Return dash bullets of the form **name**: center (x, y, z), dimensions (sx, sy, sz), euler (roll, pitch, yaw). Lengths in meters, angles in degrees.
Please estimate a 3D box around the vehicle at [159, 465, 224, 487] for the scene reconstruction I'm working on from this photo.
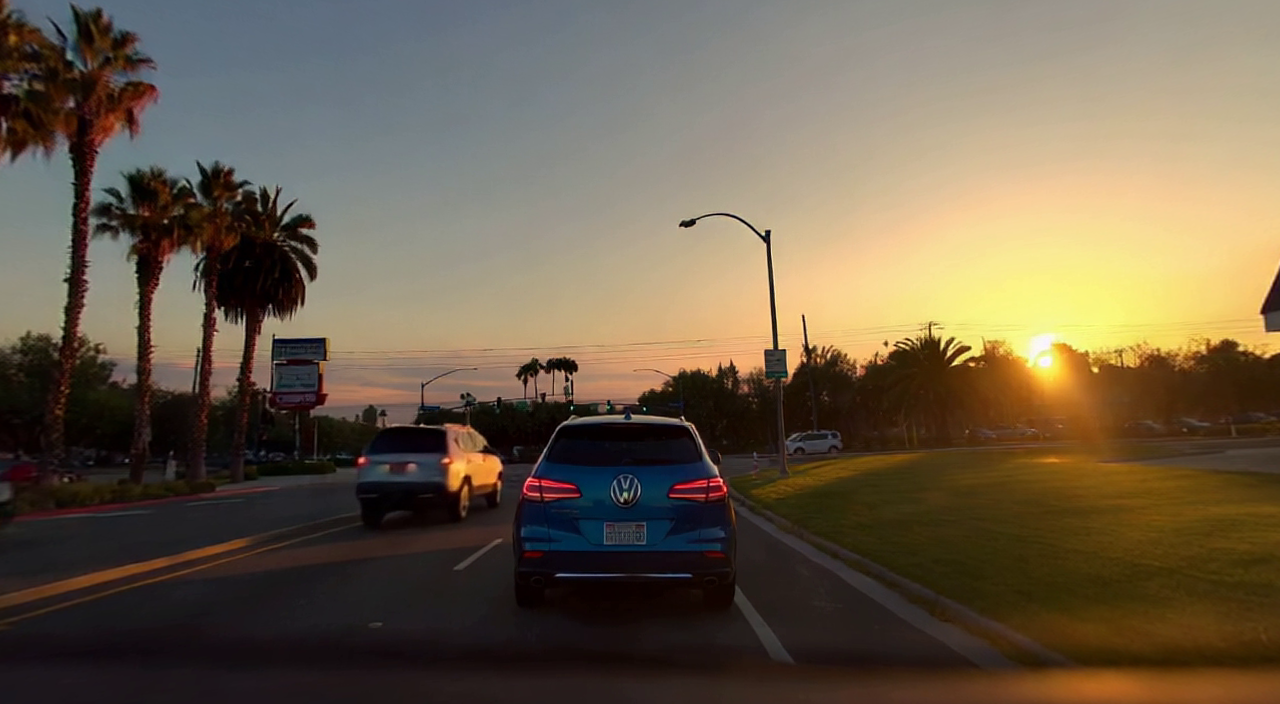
- **vehicle**: center (-33.313, 9.204, 47.022), dimensions (1.792, 1.439, 3.952), euler (-1, -9, 3)

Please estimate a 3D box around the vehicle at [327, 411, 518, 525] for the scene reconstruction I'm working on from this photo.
- **vehicle**: center (-4.288, 2.403, 13.615), dimensions (2.344, 1.980, 5.009), euler (0, -9, 0)

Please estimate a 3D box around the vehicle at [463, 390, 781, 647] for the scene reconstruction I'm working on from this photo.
- **vehicle**: center (-0.142, 1.418, 6.322), dimensions (2.137, 1.728, 3.926), euler (0, -9, -1)
